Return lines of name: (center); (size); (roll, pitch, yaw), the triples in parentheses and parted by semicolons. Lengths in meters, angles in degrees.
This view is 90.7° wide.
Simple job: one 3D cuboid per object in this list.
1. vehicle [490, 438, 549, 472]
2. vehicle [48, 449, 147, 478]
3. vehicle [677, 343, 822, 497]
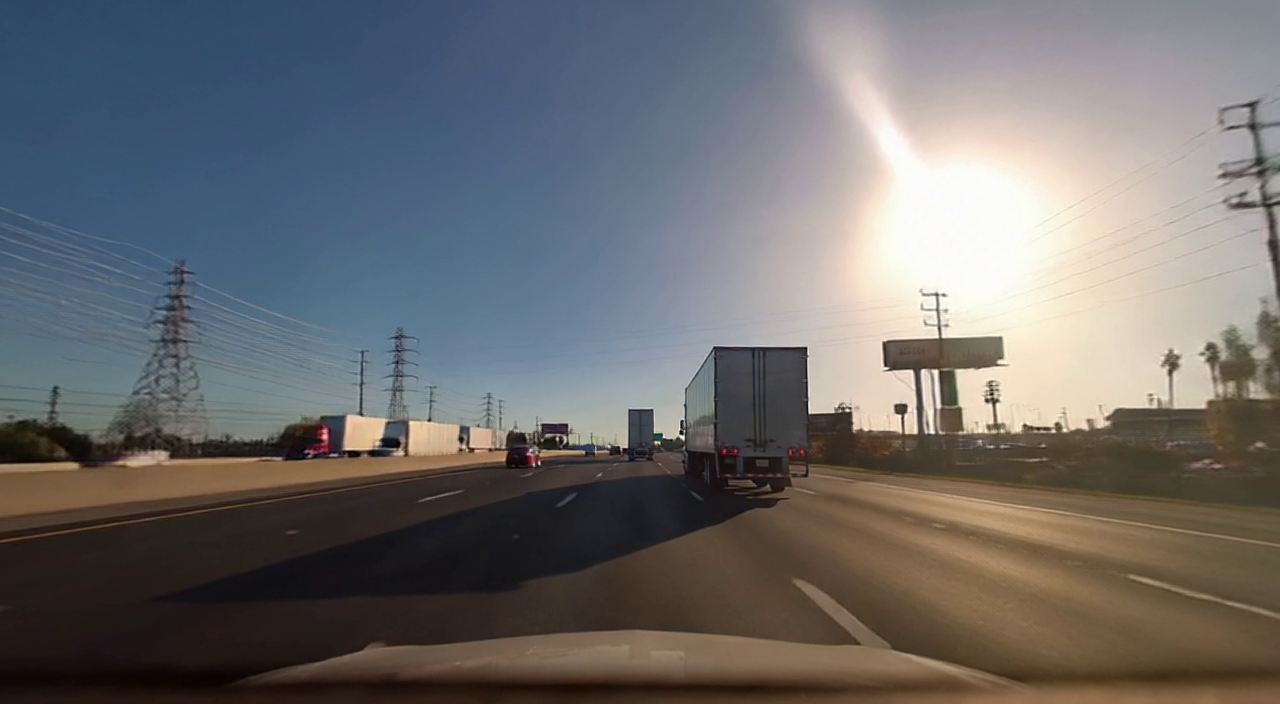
vehicle: (-7.297, 6.292, 39.011); (2.425, 1.917, 5.647); (0, -9, 2)
vehicle: (-28.450, 5.841, 33.335); (1.830, 1.437, 3.749); (0, -9, 0)
vehicle: (3.400, 3.054, 25.352); (2.892, 4.152, 16.575); (0, -9, 0)
